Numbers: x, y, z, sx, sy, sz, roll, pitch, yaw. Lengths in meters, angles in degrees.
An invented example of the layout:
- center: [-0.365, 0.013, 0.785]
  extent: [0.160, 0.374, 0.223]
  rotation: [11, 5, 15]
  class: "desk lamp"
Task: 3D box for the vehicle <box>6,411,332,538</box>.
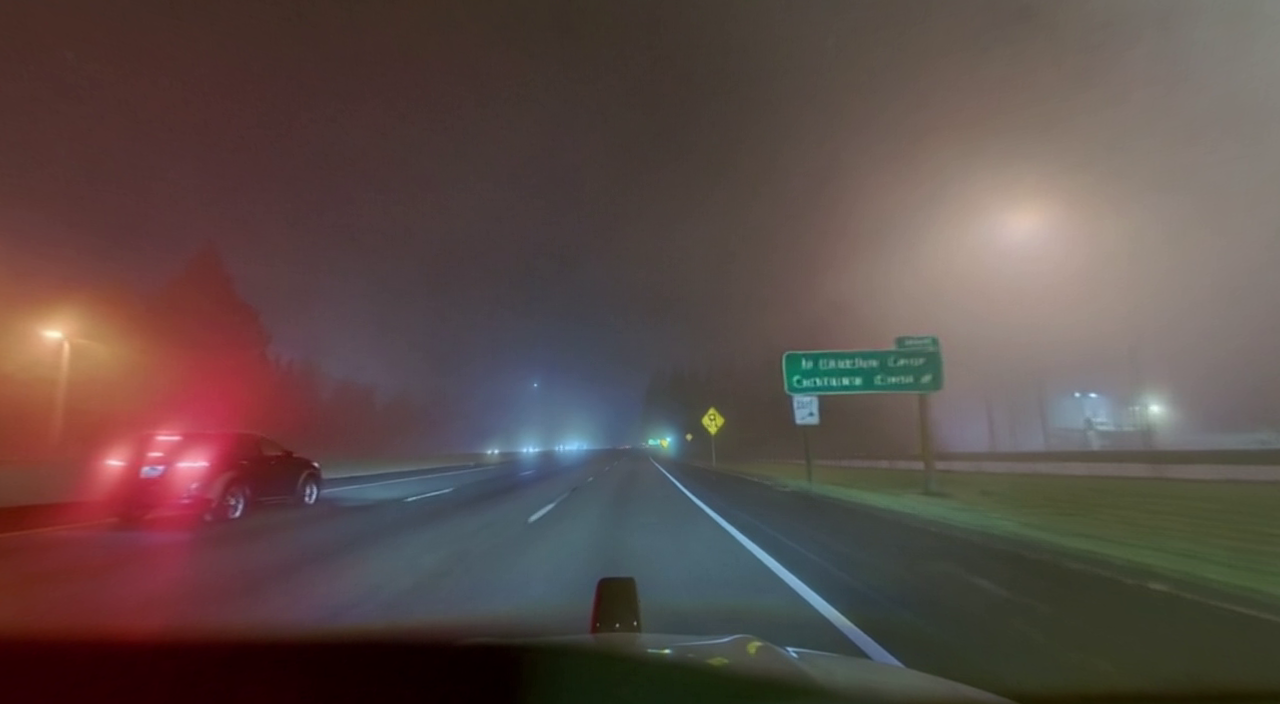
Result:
- center: [-7.969, 2.122, 11.544]
  extent: [2.231, 1.807, 4.758]
  rotation: [0, -8, 0]
  class: "vehicle"
